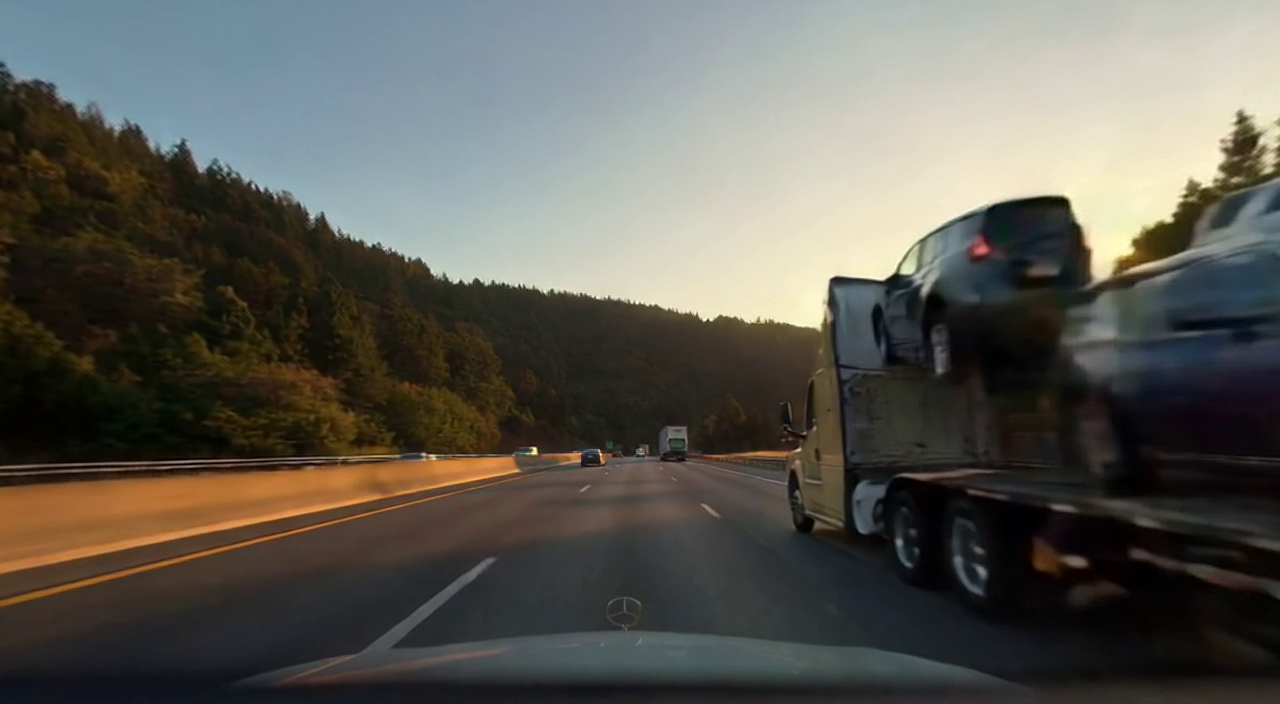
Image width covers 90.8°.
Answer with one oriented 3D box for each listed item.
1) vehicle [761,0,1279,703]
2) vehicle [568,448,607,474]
[{"bbox_3d":[3.724,0.384,6.364,3.046,3.762,9.803,0,-9,0],"label":"vehicle"},{"bbox_3d":[-3.317,6.974,40.614,2.091,1.522,4.301,0,-9,0],"label":"vehicle"}]
